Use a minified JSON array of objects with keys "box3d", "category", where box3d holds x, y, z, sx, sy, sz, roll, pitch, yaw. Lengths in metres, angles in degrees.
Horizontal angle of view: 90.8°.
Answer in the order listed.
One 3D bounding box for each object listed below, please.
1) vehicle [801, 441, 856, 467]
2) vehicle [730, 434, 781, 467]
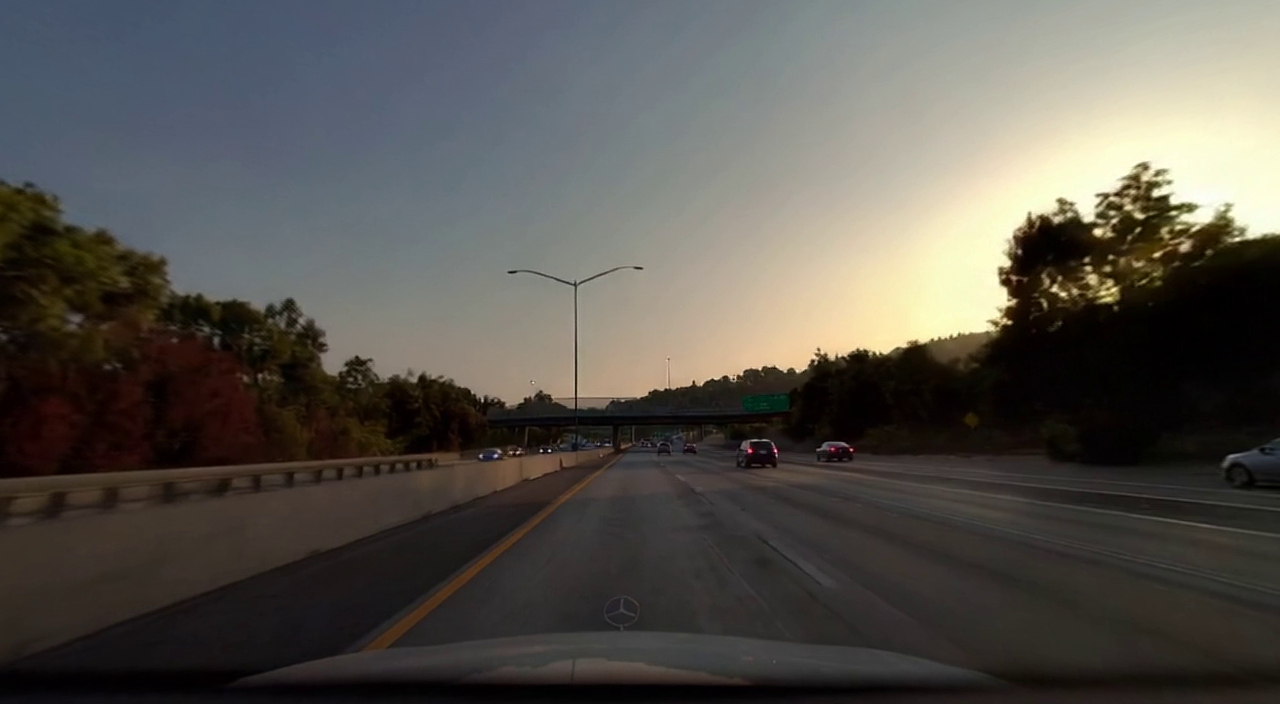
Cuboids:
[{"box3d":[11.211,6.092,37.834,1.931,1.479,4.183,0,-8,-1],"category":"vehicle"},{"box3d":[6.777,5.862,37.580,2.098,1.820,4.505,0,-8,-2],"category":"vehicle"}]
